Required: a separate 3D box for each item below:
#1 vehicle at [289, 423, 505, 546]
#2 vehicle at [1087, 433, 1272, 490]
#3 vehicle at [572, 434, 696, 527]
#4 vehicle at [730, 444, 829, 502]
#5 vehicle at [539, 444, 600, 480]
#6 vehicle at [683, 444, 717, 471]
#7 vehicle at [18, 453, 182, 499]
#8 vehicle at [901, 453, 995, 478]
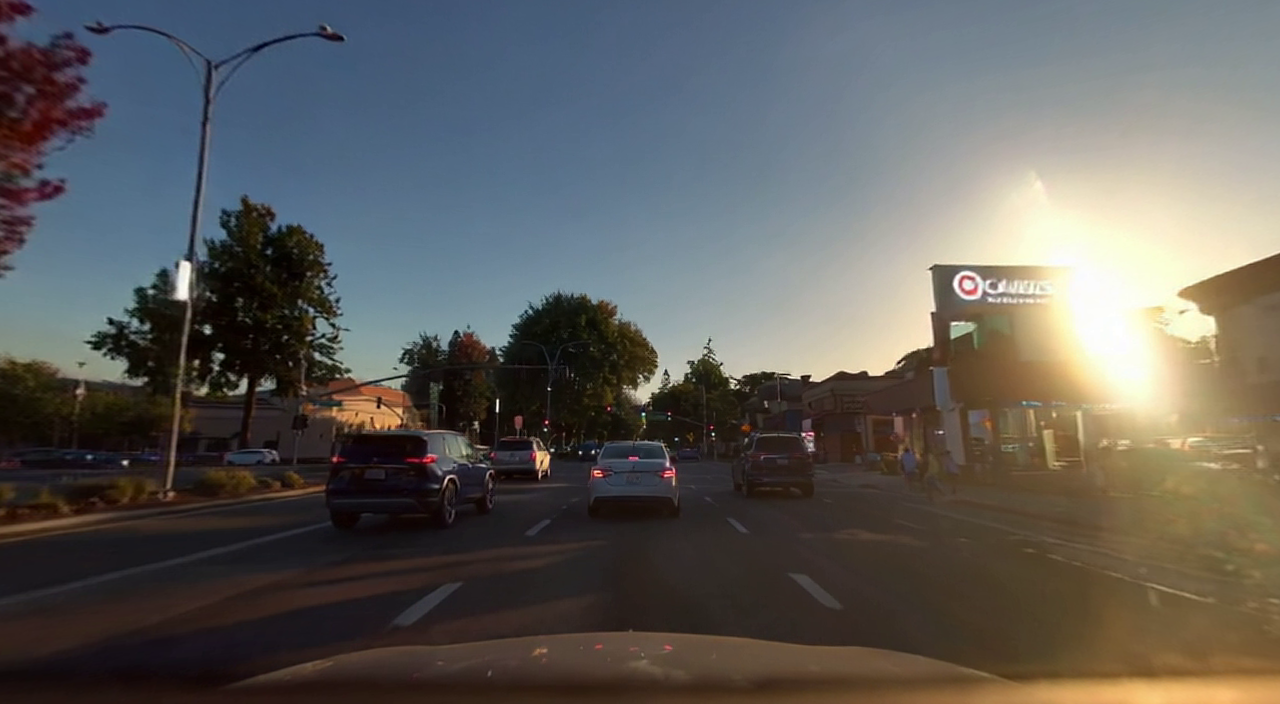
[{"bbox_3d":[-3.814,2.133,10.815,1.983,1.685,3.997,0,-8,2],"label":"vehicle"},{"bbox_3d":[17.802,3.591,21.043,1.907,1.669,4.147,5,-10,-29],"label":"vehicle"},{"bbox_3d":[-0.111,2.507,12.862,2.121,1.563,4.031,0,-8,0],"label":"vehicle"},{"bbox_3d":[3.934,3.449,18.501,1.979,1.485,4.207,0,-8,1],"label":"vehicle"},{"bbox_3d":[-3.043,4.846,28.116,2.126,1.490,4.265,0,-8,1],"label":"vehicle"},{"bbox_3d":[3.859,6.805,40.935,1.848,1.665,3.747,0,-8,0],"label":"vehicle"},{"bbox_3d":[-19.478,4.464,23.082,1.888,1.435,4.574,0,-8,1],"label":"vehicle"},{"bbox_3d":[19.187,7.103,39.424,4.795,1.457,1.986,0,-9,4],"label":"vehicle"}]
